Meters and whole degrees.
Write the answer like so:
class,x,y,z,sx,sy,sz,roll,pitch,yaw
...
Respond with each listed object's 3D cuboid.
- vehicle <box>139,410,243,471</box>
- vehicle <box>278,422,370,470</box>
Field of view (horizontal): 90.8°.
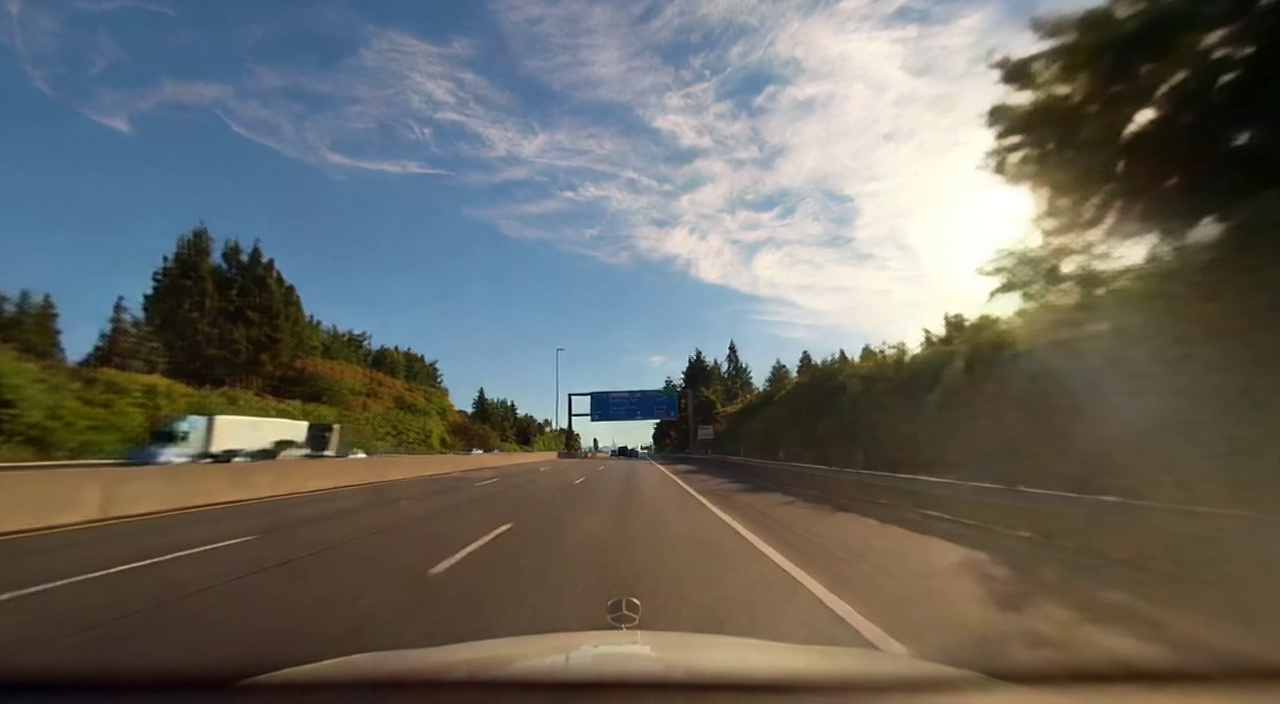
class,x,y,z,sx,sy,sz,roll,pitch,yaw
vehicle,-25.185,5.013,35.625,3.271,3.288,3.296,0,-9,-3
vehicle,-21.115,6.368,42.694,2.712,2.915,6.667,0,-9,0
